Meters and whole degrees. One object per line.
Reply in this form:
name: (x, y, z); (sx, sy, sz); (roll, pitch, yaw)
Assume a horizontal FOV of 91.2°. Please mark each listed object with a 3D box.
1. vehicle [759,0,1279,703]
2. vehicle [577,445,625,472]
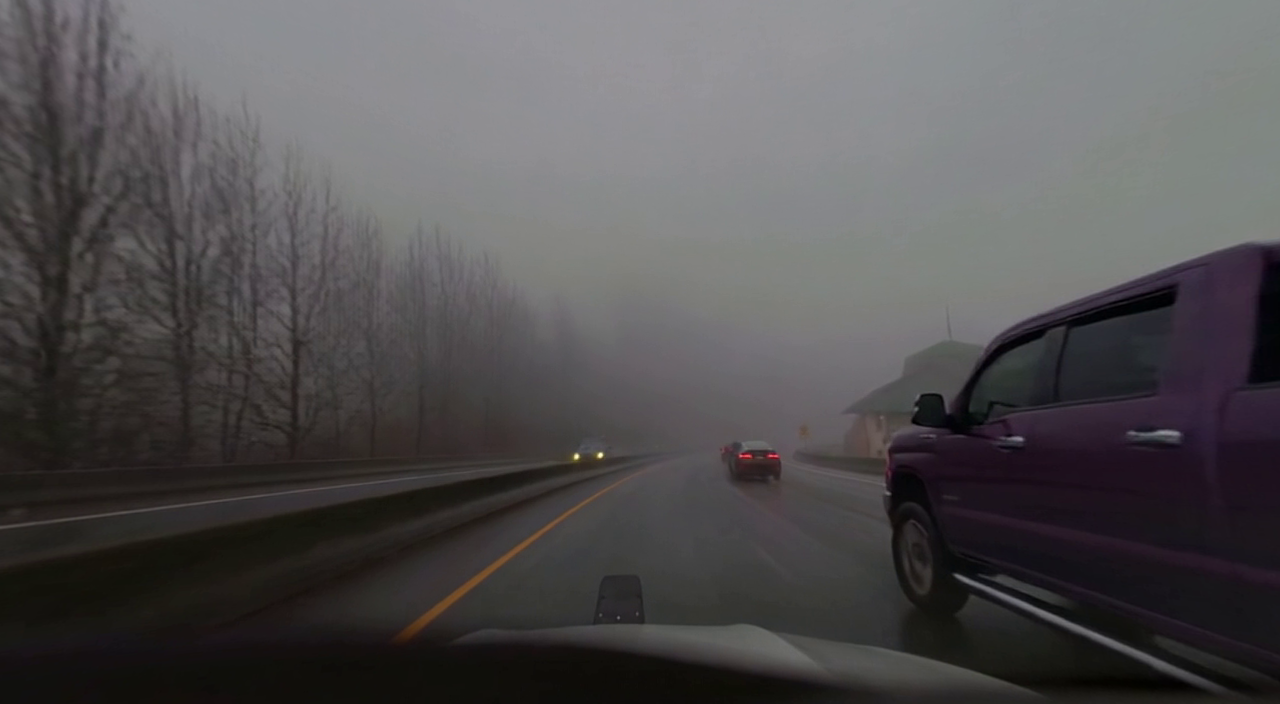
vehicle: (4.079, 1.002, 7.171); (2.916, 3.563, 14.462); (0, -9, 1)
vehicle: (-2.350, 6.566, 38.892); (2.054, 1.525, 4.441); (-1, -9, 8)
